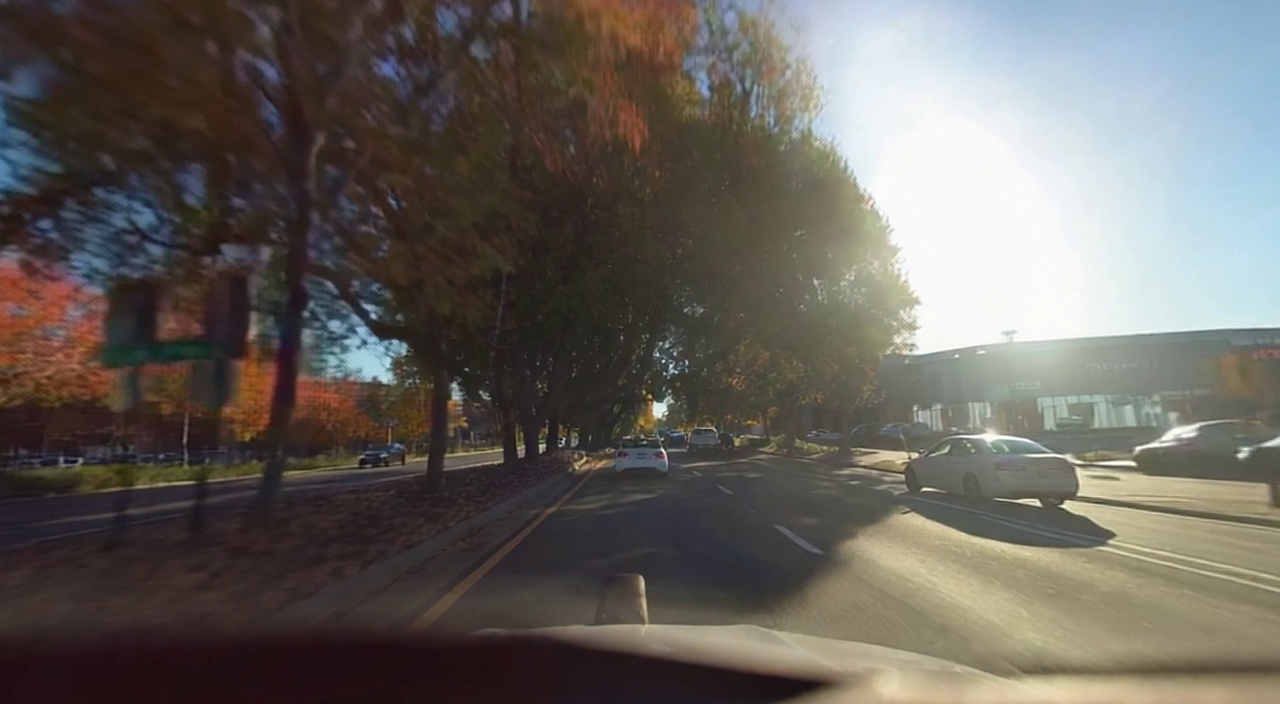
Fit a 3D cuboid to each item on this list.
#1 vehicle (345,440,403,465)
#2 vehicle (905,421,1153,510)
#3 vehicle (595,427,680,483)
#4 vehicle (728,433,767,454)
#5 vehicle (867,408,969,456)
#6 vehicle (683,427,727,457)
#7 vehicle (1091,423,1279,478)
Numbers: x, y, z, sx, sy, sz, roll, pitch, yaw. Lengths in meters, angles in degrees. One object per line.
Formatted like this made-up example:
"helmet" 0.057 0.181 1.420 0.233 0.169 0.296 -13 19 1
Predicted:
"vehicle" -20.168 7.602 48.085 2.277 1.777 4.993 0 -8 -1
"vehicle" 7.538 2.239 13.006 2.111 1.493 4.639 0 -8 -1
"vehicle" -0.094 3.070 19.173 2.289 1.471 4.477 0 -8 -1
"vehicle" 7.765 6.626 46.020 2.061 1.460 3.948 0 -8 -1
"vehicle" 20.171 5.939 46.566 3.364 3.145 8.387 0 -8 -3
"vehicle" 3.911 5.546 38.941 2.188 1.760 4.297 0 -8 -1
"vehicle" 20.893 3.708 24.103 2.430 1.809 6.424 0 -8 -2
